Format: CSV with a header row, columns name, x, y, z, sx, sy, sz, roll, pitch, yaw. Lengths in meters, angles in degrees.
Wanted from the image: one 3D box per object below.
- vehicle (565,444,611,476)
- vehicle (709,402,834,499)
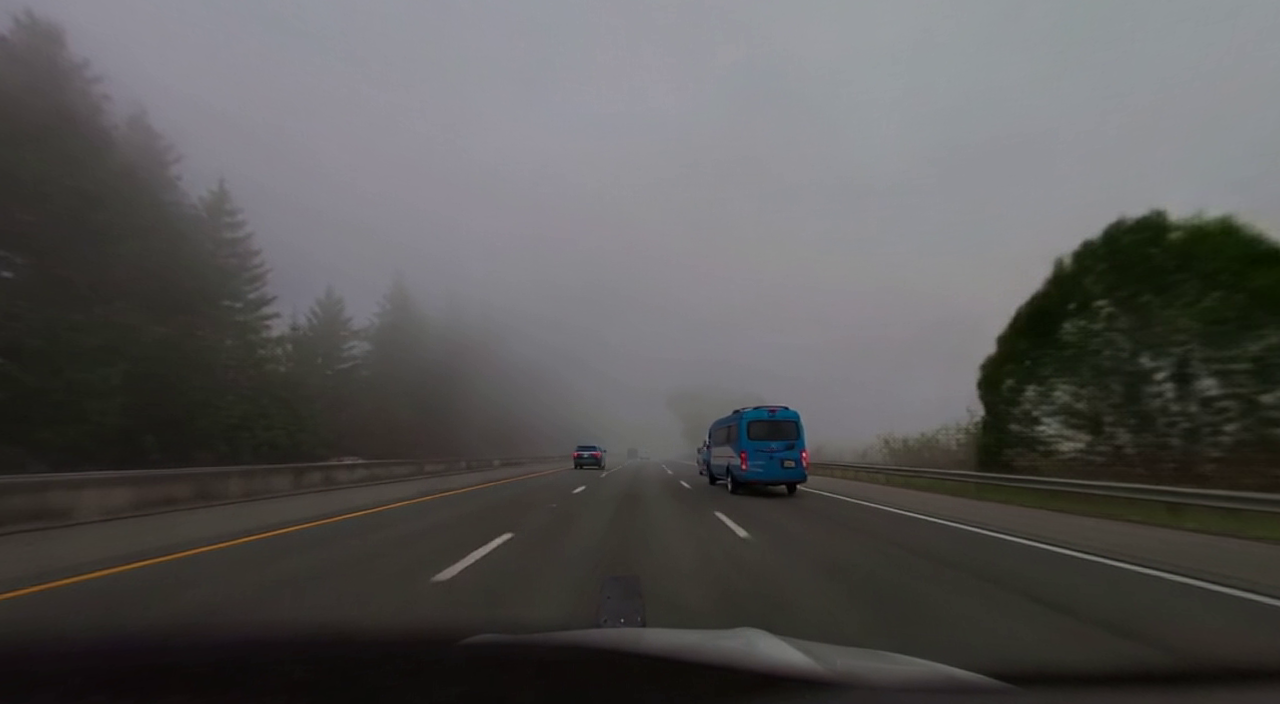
name,x,y,z,sx,sy,sz,roll,pitch,yaw
vehicle,-2.764,5.839,34.346,2.020,1.619,4.690,0,-9,1
vehicle,4.009,3.234,20.764,2.614,2.655,6.429,0,-9,-1
